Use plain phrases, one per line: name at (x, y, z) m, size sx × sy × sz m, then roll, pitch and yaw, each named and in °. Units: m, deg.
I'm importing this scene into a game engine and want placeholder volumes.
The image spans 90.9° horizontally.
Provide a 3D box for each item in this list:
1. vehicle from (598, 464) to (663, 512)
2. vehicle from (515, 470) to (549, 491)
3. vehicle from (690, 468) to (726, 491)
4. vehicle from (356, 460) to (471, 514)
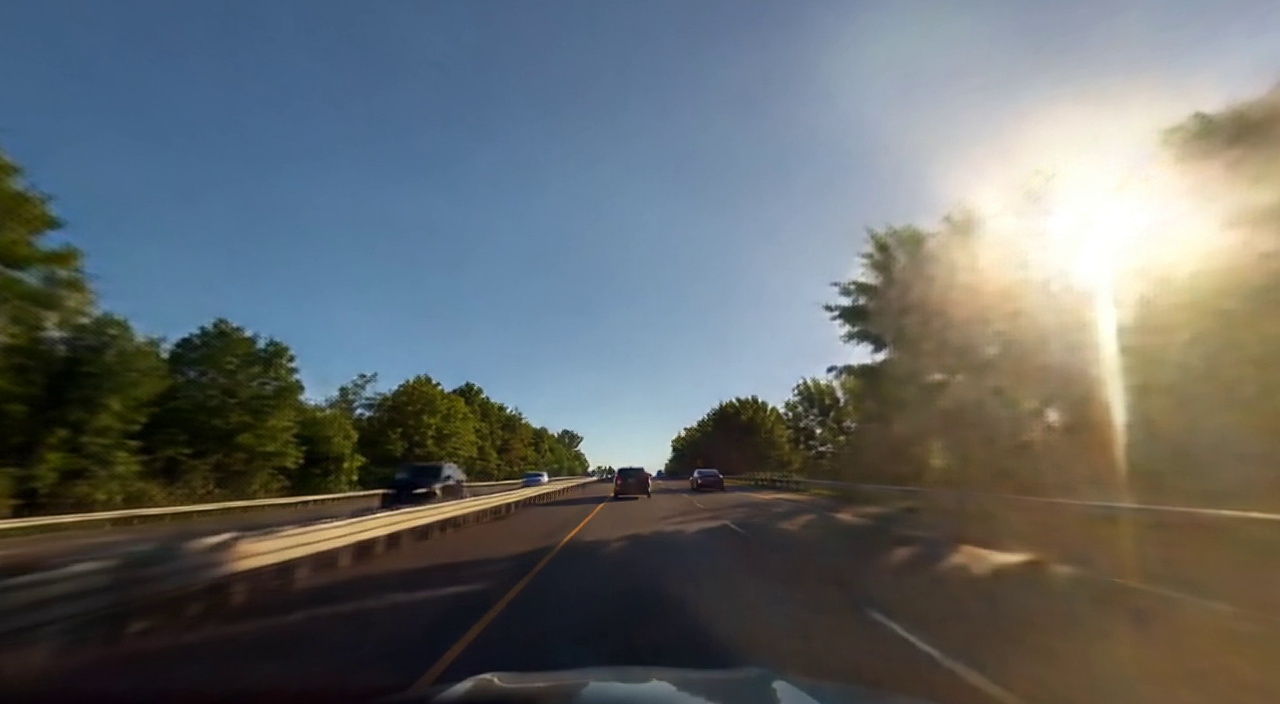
vehicle at (-0.314, 4.649, 21.855) m, size 2.060 × 1.473 × 3.726 m, roll 1°, pitch -10°, yaw -1°
vehicle at (-7.971, 9.492, 46.653) m, size 1.780 × 1.447 × 3.670 m, roll 0°, pitch -10°, yaw 1°
vehicle at (4.626, 8.719, 43.173) m, size 1.974 × 1.476 × 4.119 m, roll 1°, pitch -10°, yaw 0°
vehicle at (-7.544, 4.553, 21.574) m, size 2.156 × 1.596 × 4.559 m, roll 1°, pitch -10°, yaw 0°
